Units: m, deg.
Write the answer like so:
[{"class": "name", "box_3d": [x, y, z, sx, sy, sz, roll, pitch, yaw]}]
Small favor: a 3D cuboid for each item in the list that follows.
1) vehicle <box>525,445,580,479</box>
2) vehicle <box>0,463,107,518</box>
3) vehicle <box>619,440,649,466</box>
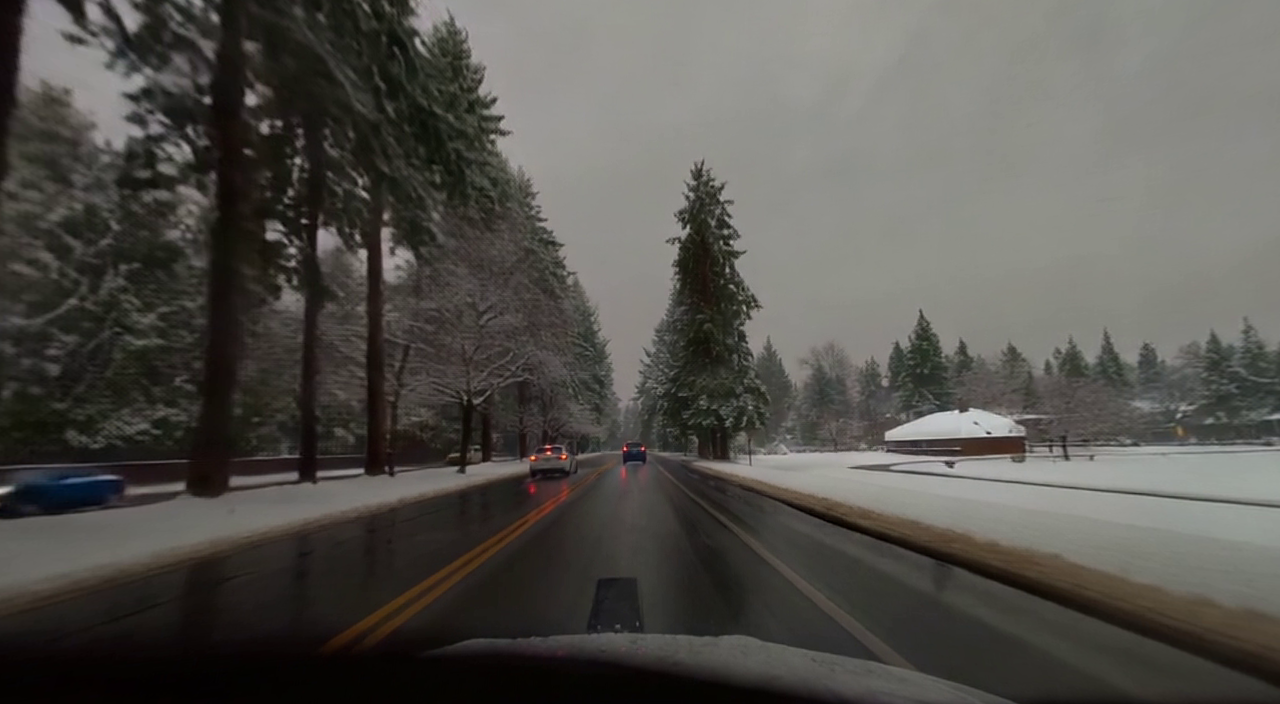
[{"class": "vehicle", "box_3d": [-3.942, 5.006, 29.056, 1.917, 1.448, 4.178, 0, -8, 0]}, {"class": "vehicle", "box_3d": [-19.920, 4.362, 20.082, 1.872, 1.479, 4.643, 0, -8, 0]}, {"class": "vehicle", "box_3d": [-0.436, 7.283, 45.738, 2.018, 1.769, 3.897, 0, -8, -1]}]
